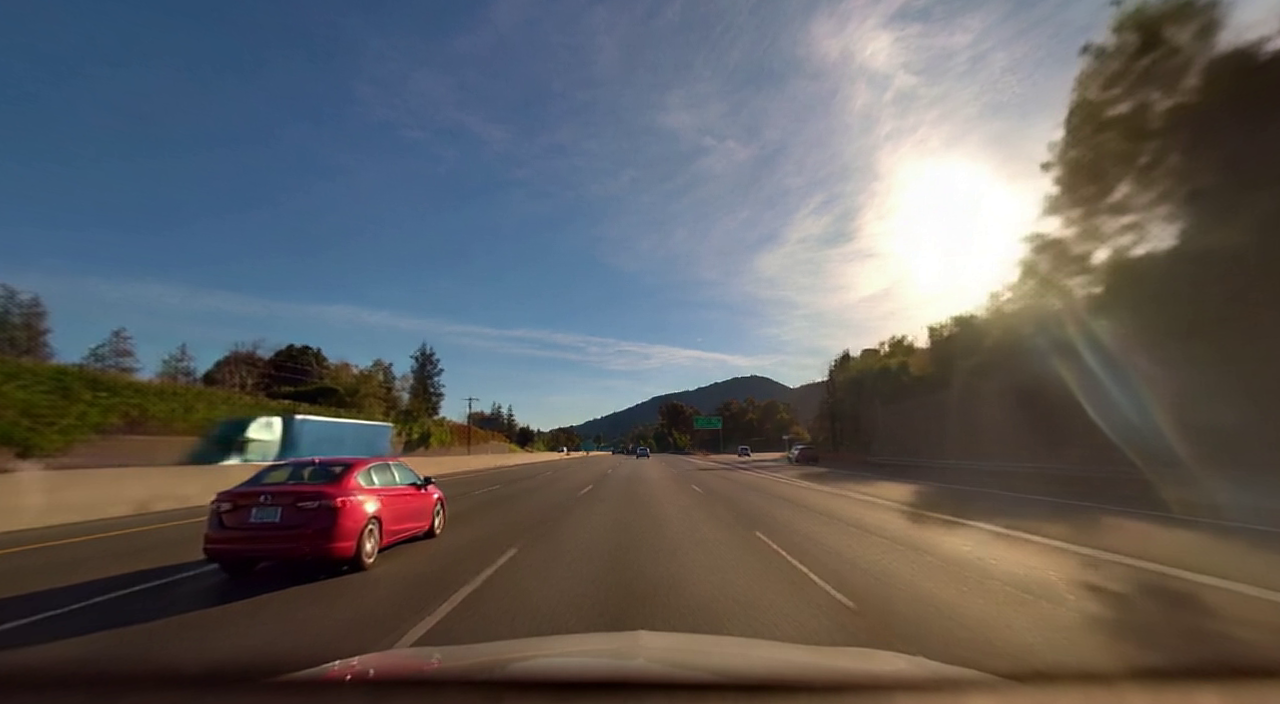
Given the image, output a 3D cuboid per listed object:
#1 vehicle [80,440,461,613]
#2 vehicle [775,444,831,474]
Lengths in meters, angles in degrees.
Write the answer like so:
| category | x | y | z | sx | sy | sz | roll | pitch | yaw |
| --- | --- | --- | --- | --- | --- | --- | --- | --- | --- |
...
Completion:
| category | x | y | z | sx | sy | sz | roll | pitch | yaw |
| --- | --- | --- | --- | --- | --- | --- | --- | --- | --- |
| vehicle | -3.813 | 1.851 | 7.716 | 1.873 | 1.438 | 4.546 | -1 | -9 | 1 |
| vehicle | 8.918 | 5.880 | 34.837 | 1.884 | 1.485 | 4.600 | -1 | -9 | 0 |
